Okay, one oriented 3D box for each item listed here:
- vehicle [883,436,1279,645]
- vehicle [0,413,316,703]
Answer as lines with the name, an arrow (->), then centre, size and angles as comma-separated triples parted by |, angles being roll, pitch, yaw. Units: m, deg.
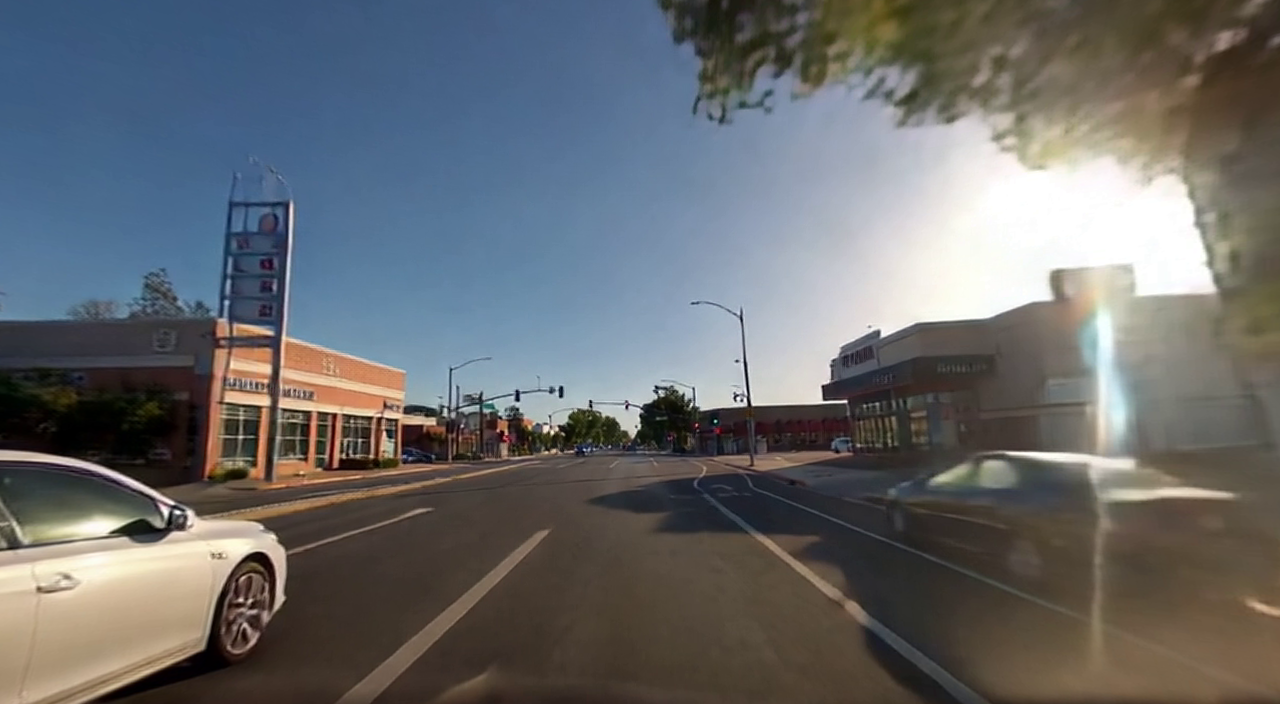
vehicle -> 4.591, 1.674, 6.841 | 2.026, 1.441, 4.697 | 0, -8, 0
vehicle -> -3.036, 0.875, 1.737 | 1.874, 1.424, 4.553 | 0, -8, 0
